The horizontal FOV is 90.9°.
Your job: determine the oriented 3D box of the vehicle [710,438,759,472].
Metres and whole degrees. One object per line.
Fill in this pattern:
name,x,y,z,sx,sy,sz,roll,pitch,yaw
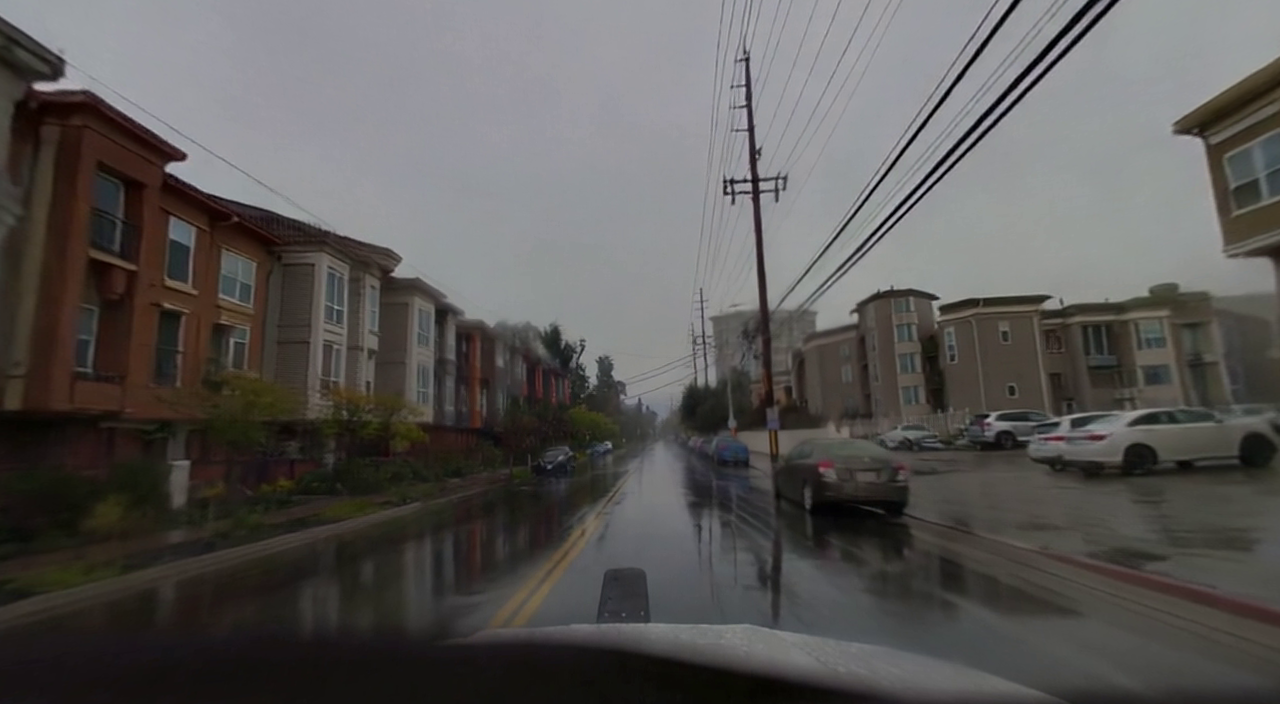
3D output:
vehicle,4.682,5.173,31.821,1.914,1.591,3.892,0,-8,1

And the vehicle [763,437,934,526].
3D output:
vehicle,3.912,2.482,12.844,1.928,1.440,4.738,0,-8,1

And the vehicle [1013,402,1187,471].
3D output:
vehicle,11.092,2.099,15.556,1.801,1.491,3.488,-1,-8,5

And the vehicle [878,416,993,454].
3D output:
vehicle,14.008,4.022,30.210,1.897,1.659,4.648,4,-9,-28

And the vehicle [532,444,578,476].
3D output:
vehicle,-4.833,6.181,36.433,1.913,1.672,4.267,-1,-8,2

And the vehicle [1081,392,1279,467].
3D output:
vehicle,13.278,1.929,15.416,1.997,1.546,4.370,-1,-8,4
